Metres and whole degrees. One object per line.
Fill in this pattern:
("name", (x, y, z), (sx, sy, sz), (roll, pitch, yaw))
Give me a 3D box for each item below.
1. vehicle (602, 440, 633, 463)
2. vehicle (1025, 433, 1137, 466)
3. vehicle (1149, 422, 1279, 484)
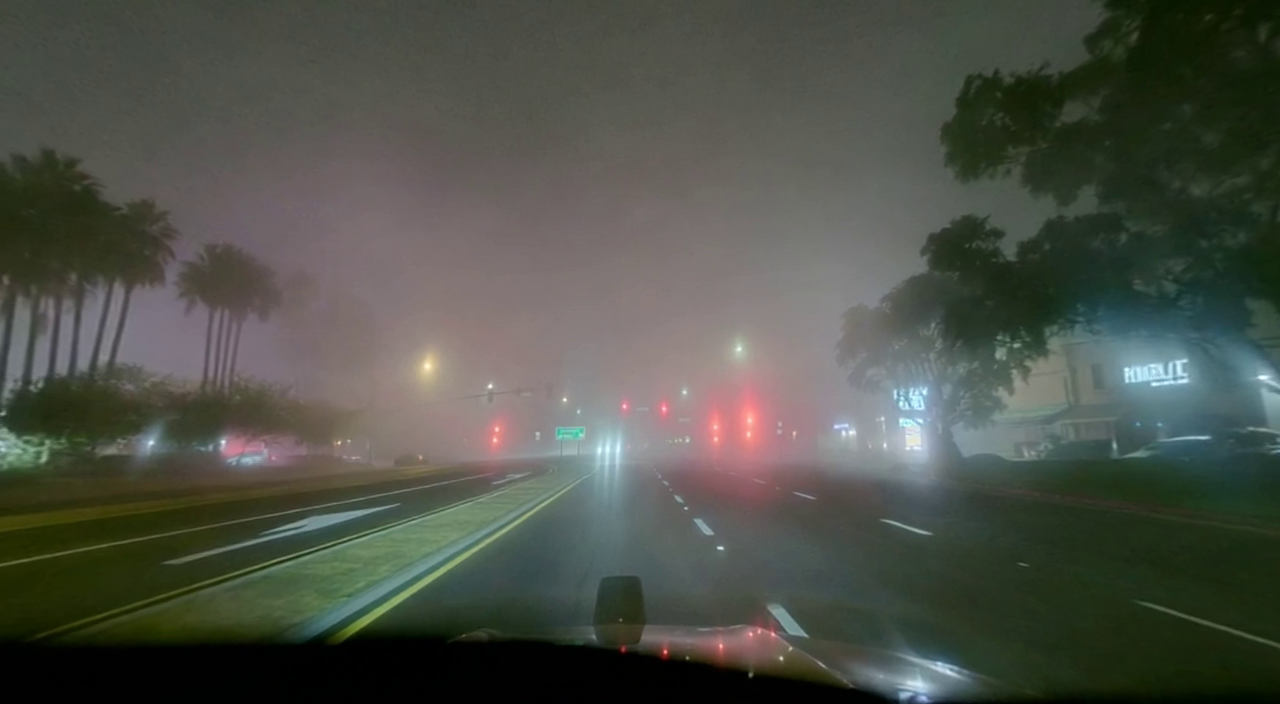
("vehicle", (-1.734, 7.471, 47.513), (1.990, 1.639, 3.885), (1, -9, -6))
("vehicle", (25.514, 5.639, 36.643), (4.918, 1.814, 2.014), (0, -9, 0))
("vehicle", (20.184, 3.304, 20.836), (5.001, 1.916, 2.106), (0, -9, -4))
